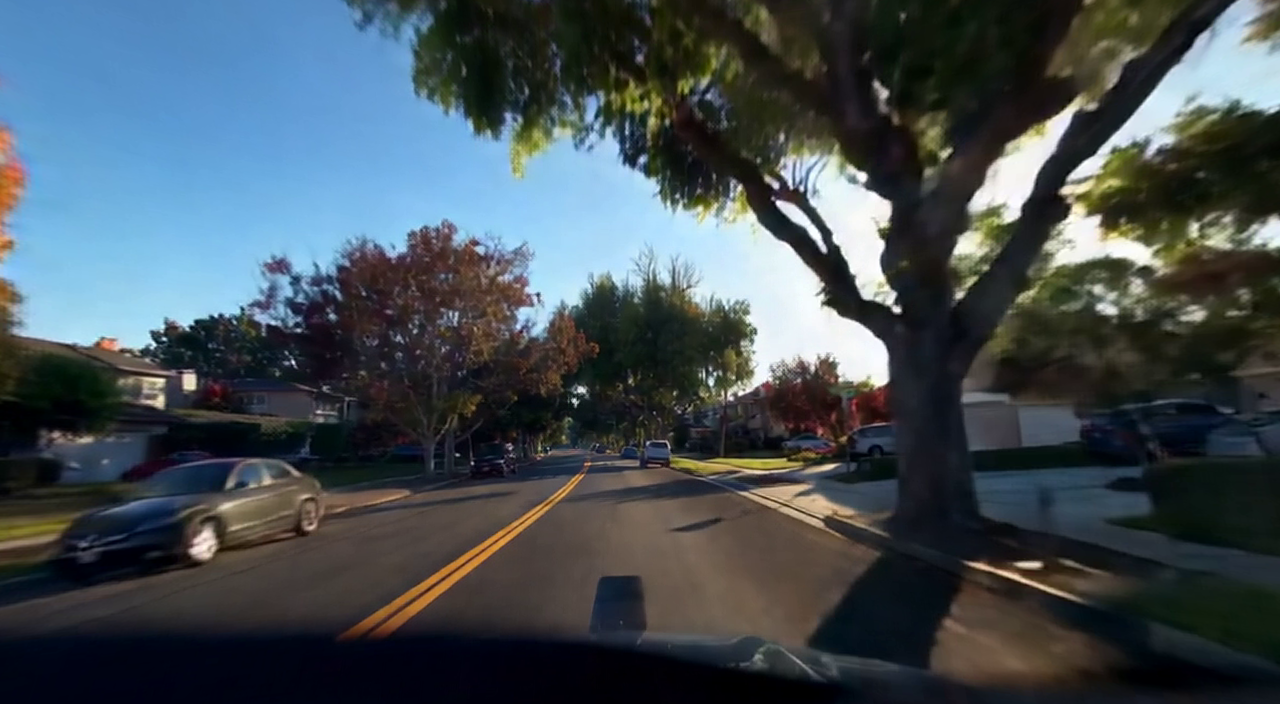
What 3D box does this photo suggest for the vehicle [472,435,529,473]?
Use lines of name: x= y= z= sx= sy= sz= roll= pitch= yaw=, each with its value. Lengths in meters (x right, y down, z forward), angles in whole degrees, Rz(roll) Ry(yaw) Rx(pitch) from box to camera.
vehicle: x=-7.357 y=5.470 z=33.857 sx=2.102 sy=1.801 sz=5.574 roll=0 pitch=-9 yaw=-3

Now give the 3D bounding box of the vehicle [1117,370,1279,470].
vehicle: x=13.147 y=1.480 z=13.402 sx=4.392 sy=1.944 sz=1.917 roll=0 pitch=-9 yaw=0

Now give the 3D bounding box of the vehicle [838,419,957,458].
vehicle: x=12.665 y=4.302 z=31.274 sx=4.938 sy=1.830 sz=2.024 roll=0 pitch=-9 yaw=-1

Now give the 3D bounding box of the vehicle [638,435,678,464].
vehicle: x=1.043 y=6.027 z=39.275 sx=2.007 sy=1.702 sz=4.430 roll=0 pitch=-8 yaw=-4

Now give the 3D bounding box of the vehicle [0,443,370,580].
vehicle: x=-6.258 y=2.171 z=9.566 sx=2.004 sy=1.400 sz=5.505 roll=-2 pitch=-9 yaw=-1
